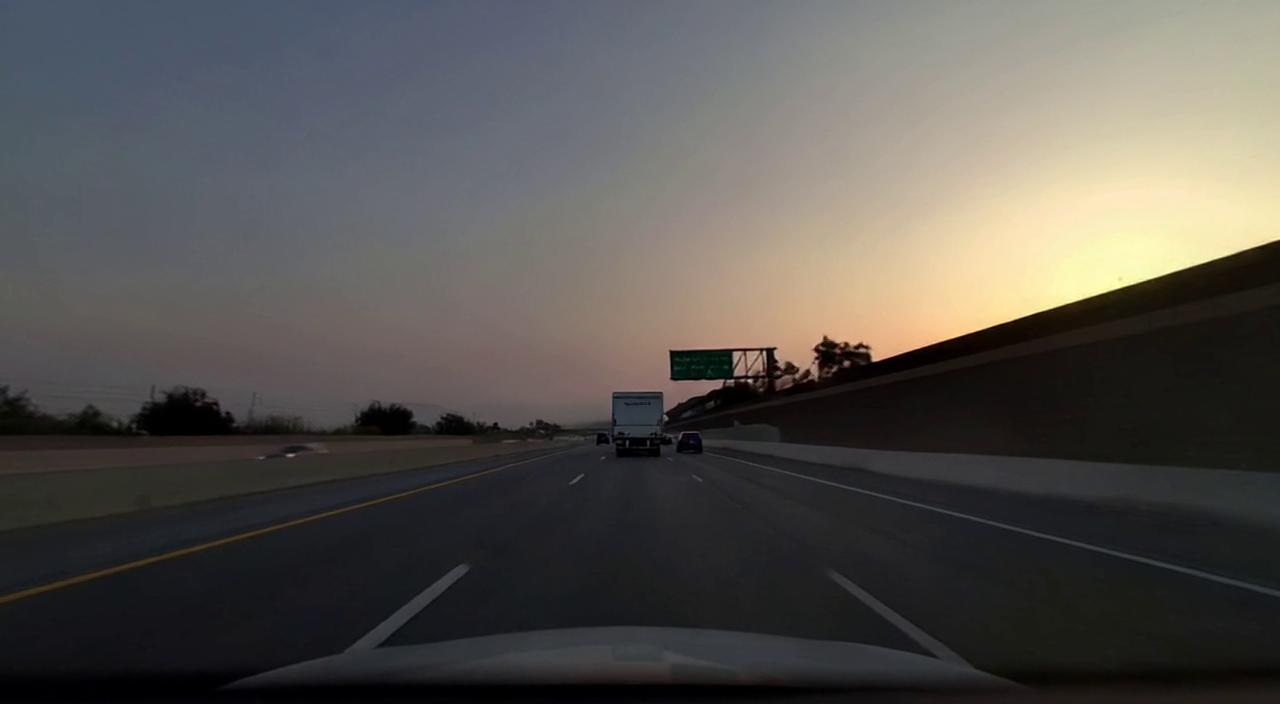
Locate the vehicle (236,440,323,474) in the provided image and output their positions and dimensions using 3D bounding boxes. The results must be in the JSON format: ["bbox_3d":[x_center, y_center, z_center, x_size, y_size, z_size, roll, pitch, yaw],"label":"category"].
[{"bbox_3d":[-17.685,5.134,31.103,1.822,1.505,4.281,0,-8,-1],"label":"vehicle"}]

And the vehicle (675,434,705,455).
[{"bbox_3d":[3.752,7.051,47.954,1.910,1.492,4.324,0,-8,0],"label":"vehicle"}]

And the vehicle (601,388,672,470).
[{"bbox_3d":[-0.328,4.058,32.994,2.953,3.406,13.372,1,-7,-2],"label":"vehicle"}]

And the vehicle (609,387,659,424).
[{"bbox_3d":[-0.225,2.476,28.622,2.112,1.472,4.240,0,-8,1],"label":"vehicle"}]
